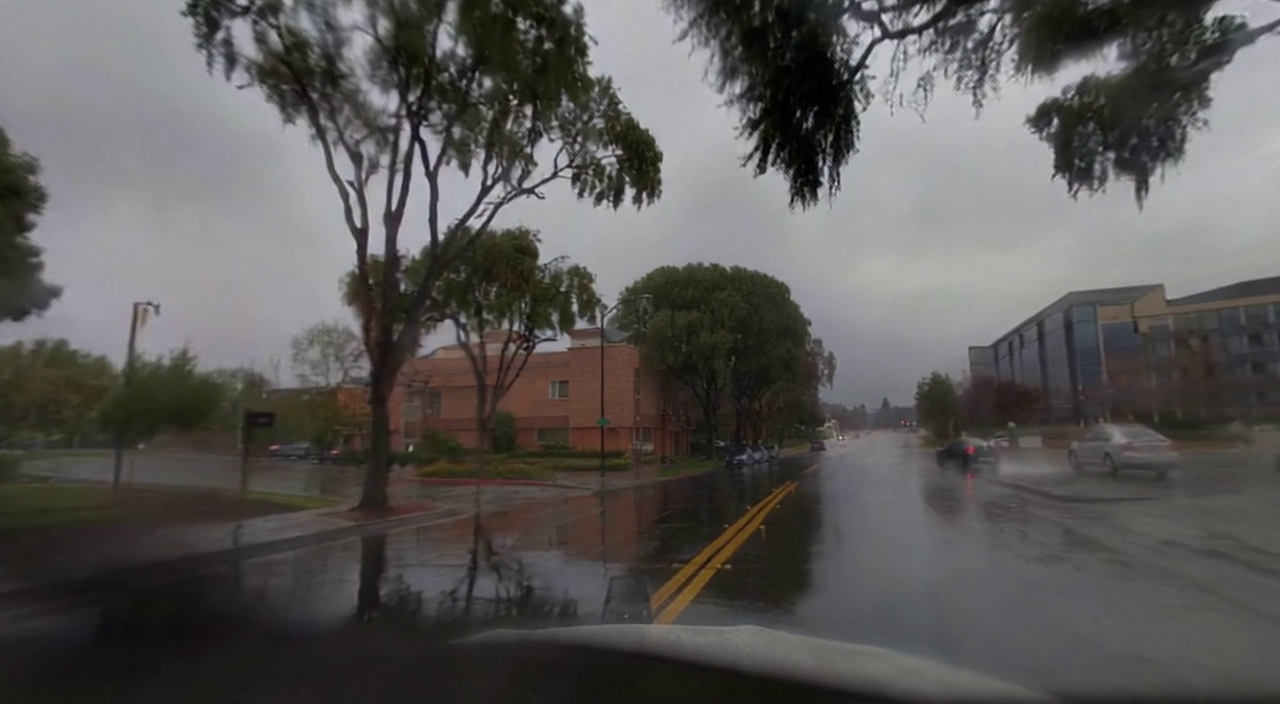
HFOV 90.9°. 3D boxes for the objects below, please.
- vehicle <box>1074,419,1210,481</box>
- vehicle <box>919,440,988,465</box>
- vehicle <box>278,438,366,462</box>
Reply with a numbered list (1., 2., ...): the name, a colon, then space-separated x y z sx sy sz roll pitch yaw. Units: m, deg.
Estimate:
1. vehicle: 16.708 3.301 21.309 2.018 1.840 4.662 -3 -9 19
2. vehicle: 23.682 7.575 47.731 4.277 1.740 2.097 -2 -8 15
3. vehicle: -21.699 6.697 43.103 4.814 1.609 2.197 -1 -9 1
